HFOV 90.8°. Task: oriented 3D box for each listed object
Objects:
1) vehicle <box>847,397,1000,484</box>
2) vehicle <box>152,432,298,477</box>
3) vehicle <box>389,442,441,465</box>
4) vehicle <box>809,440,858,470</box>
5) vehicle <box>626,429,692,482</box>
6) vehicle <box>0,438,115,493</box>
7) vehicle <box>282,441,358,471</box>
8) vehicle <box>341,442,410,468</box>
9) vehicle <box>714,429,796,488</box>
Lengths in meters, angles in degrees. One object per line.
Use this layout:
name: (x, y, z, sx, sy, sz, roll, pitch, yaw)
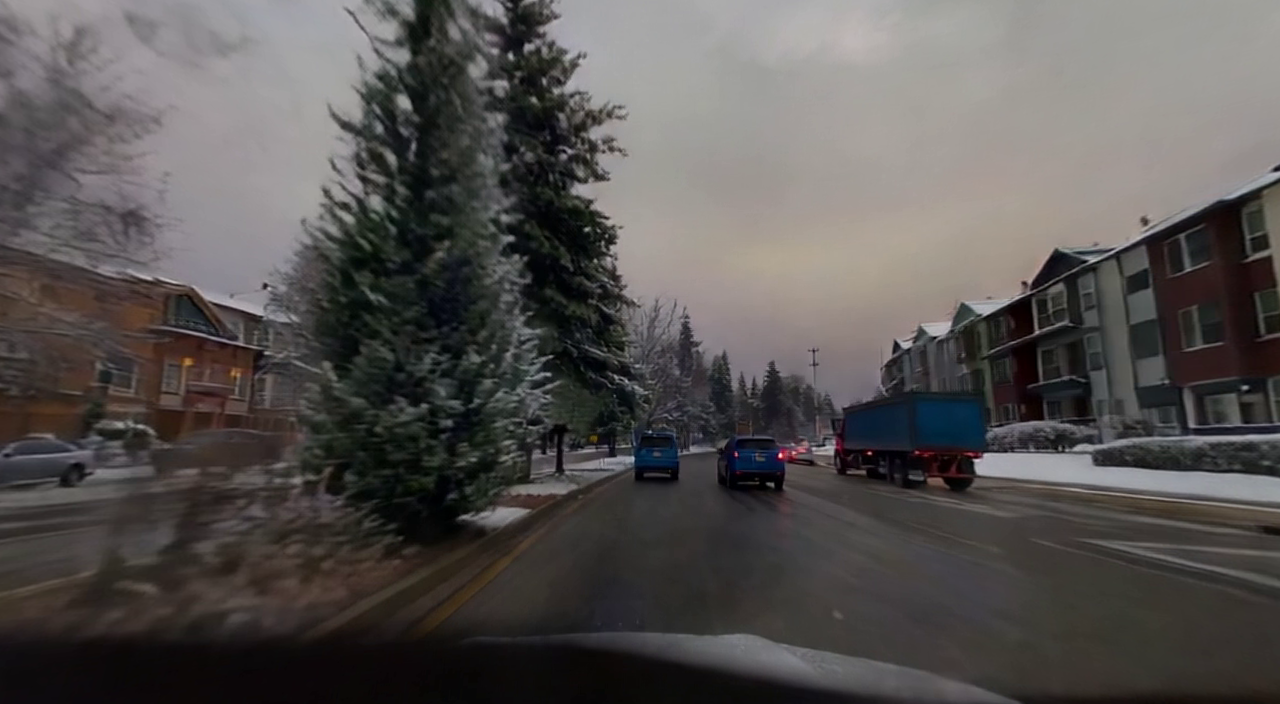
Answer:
vehicle: (11.707, 3.825, 27.077, 3.705, 3.221, 6.779, 0, -9, 3)
vehicle: (-18.245, 4.658, 28.272, 2.272, 1.746, 5.914, -1, -11, 3)
vehicle: (-16.768, 7.627, 47.310, 1.849, 1.455, 4.606, -2, -11, 5)
vehicle: (12.414, 6.601, 40.859, 2.080, 1.744, 4.889, 0, -8, 6)
vehicle: (0.822, 4.066, 25.045, 2.345, 1.841, 5.032, 0, -9, 3)
vehicle: (-18.401, 3.311, 18.281, 2.008, 1.487, 5.078, -2, -10, 1)
vehicle: (-17.758, 5.816, 35.315, 1.845, 1.512, 4.316, -2, -10, 3)
vehicle: (-17.148, 6.727, 41.265, 1.951, 1.513, 5.107, -3, -10, 4)
vehicle: (3.816, 3.646, 21.833, 2.033, 1.823, 4.409, 0, -9, 0)
